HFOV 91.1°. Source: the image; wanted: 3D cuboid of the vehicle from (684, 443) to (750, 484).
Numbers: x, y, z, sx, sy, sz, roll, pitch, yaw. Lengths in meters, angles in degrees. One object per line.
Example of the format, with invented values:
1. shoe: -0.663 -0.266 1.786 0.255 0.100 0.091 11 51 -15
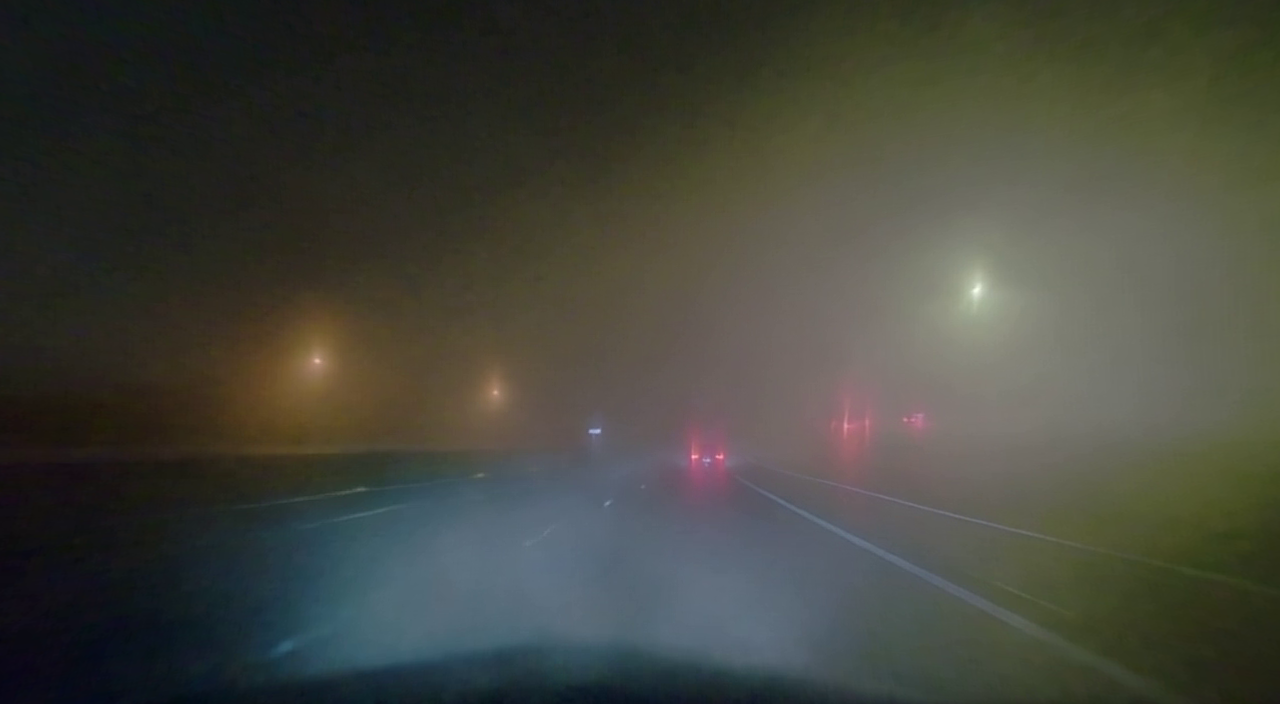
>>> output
1. vehicle: 2.849 4.235 24.307 2.124 1.405 4.398 0 -8 2
